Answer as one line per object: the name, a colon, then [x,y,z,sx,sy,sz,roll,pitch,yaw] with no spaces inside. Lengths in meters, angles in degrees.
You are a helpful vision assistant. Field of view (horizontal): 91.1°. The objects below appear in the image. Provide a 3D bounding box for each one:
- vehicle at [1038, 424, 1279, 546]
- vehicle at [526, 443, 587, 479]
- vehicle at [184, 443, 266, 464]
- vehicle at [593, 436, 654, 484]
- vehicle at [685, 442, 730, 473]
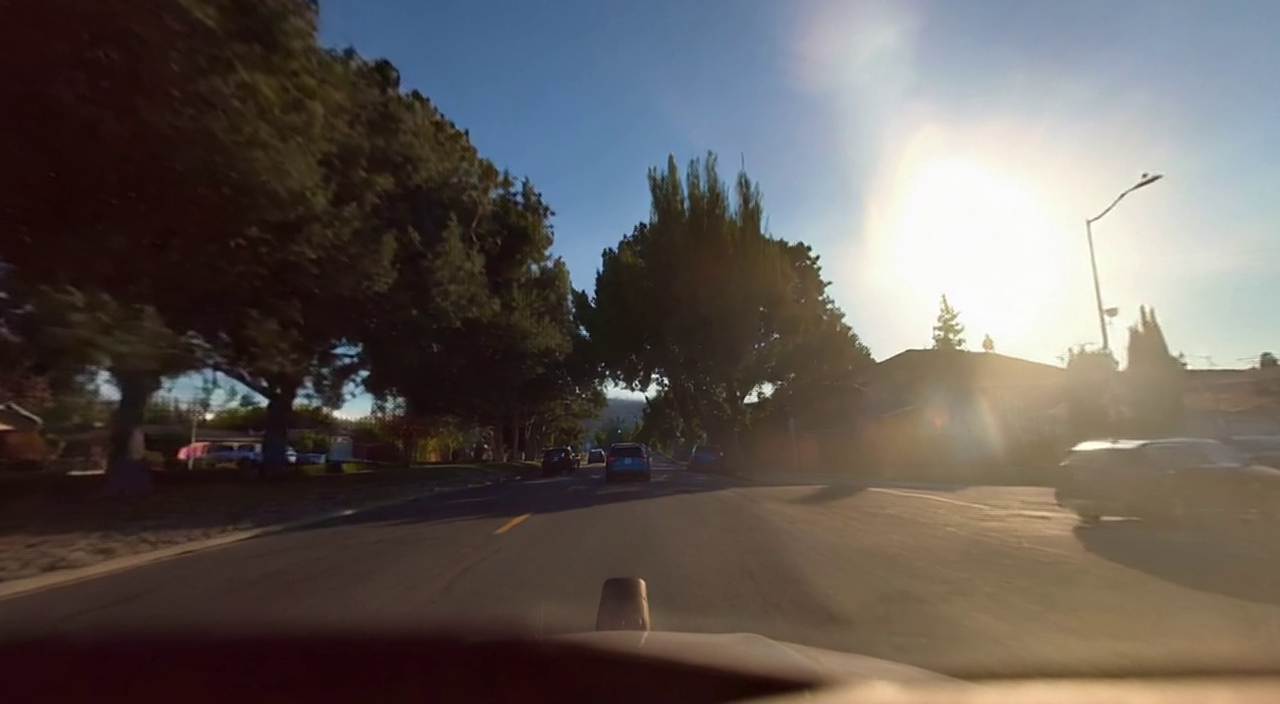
vehicle: [9.479,2.175,10.961,4.820,1.677,2.192,5,-10,-31]
vehicle: [-3.600,4.785,27.893,2.032,1.433,4.458,0,-8,1]
vehicle: [-32.325,7.905,48.991,4.891,1.538,2.059,0,-9,0]
vehicle: [-0.569,4.258,25.076,2.220,1.742,4.047,0,-8,1]
vehicle: [4.040,6.384,38.405,2.332,1.769,4.518,0,-8,0]
